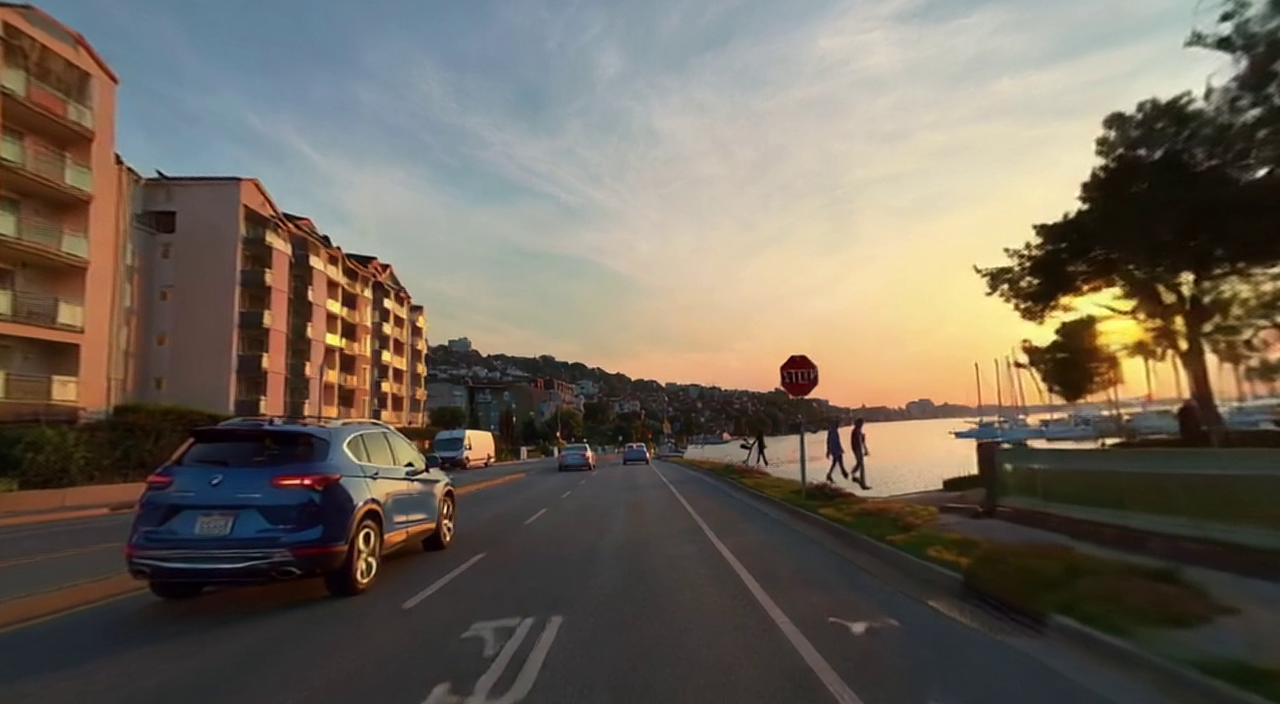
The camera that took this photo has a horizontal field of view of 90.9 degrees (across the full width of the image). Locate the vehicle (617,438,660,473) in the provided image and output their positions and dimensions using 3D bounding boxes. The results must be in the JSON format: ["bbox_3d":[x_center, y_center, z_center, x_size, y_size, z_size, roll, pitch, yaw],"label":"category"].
[{"bbox_3d":[-0.069,5.263,32.055,2.057,1.624,3.726,0,-9,0],"label":"vehicle"}]

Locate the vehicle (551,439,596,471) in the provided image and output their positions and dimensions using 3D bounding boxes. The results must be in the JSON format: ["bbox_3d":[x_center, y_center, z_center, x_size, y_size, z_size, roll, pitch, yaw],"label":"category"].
[{"bbox_3d":[-3.714,5.834,35.767,2.056,1.680,4.205,0,-9,1],"label":"vehicle"}]

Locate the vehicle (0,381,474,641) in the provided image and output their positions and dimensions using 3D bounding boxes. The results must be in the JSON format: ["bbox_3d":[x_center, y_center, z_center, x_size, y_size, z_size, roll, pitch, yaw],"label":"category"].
[{"bbox_3d":[-3.494,1.481,6.863,2.082,1.817,4.724,0,-9,0],"label":"vehicle"}]
